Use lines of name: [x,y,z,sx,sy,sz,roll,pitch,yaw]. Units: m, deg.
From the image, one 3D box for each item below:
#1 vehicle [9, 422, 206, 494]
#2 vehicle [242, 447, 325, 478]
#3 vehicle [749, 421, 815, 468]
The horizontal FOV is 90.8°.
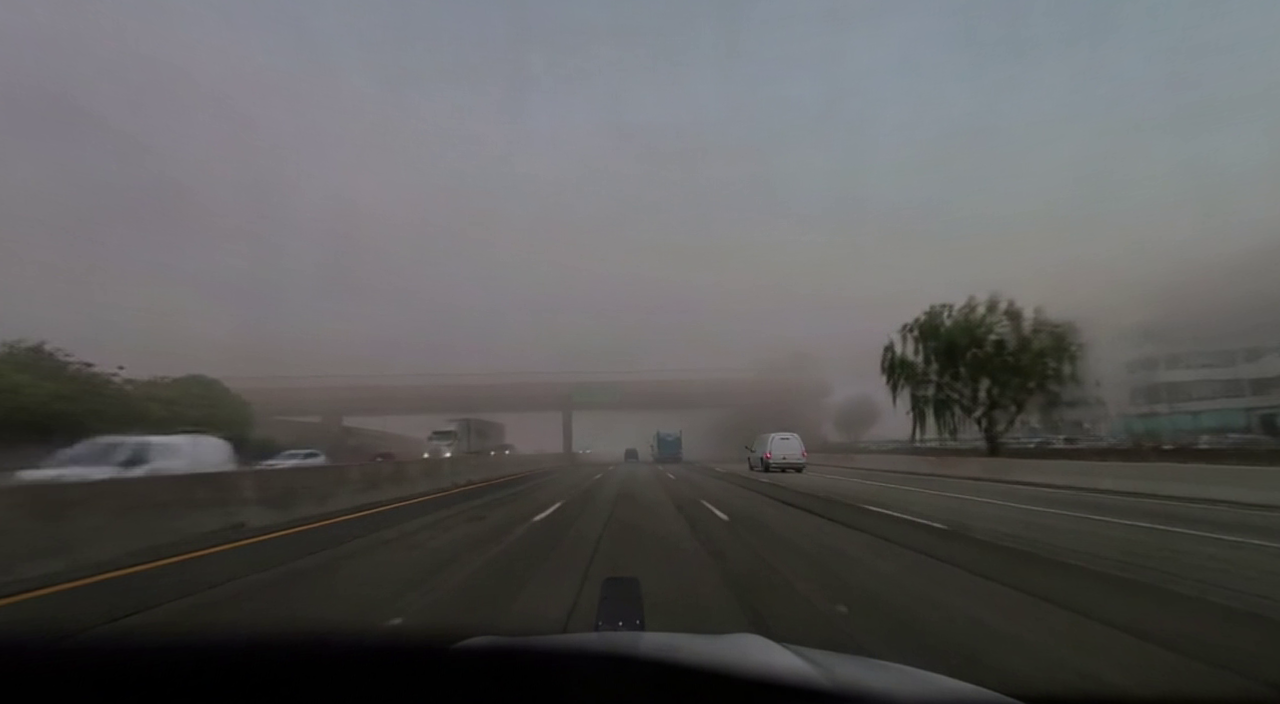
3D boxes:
vehicle: [-13.767,2.775,16.678,1.807,1.667,3.770,0,-9,1]
vehicle: [-17.675,5.456,31.542,1.853,1.432,3.924,0,-9,-1]
vehicle: [10.785,7.192,48.986,2.912,3.293,9.588,0,-9,0]
